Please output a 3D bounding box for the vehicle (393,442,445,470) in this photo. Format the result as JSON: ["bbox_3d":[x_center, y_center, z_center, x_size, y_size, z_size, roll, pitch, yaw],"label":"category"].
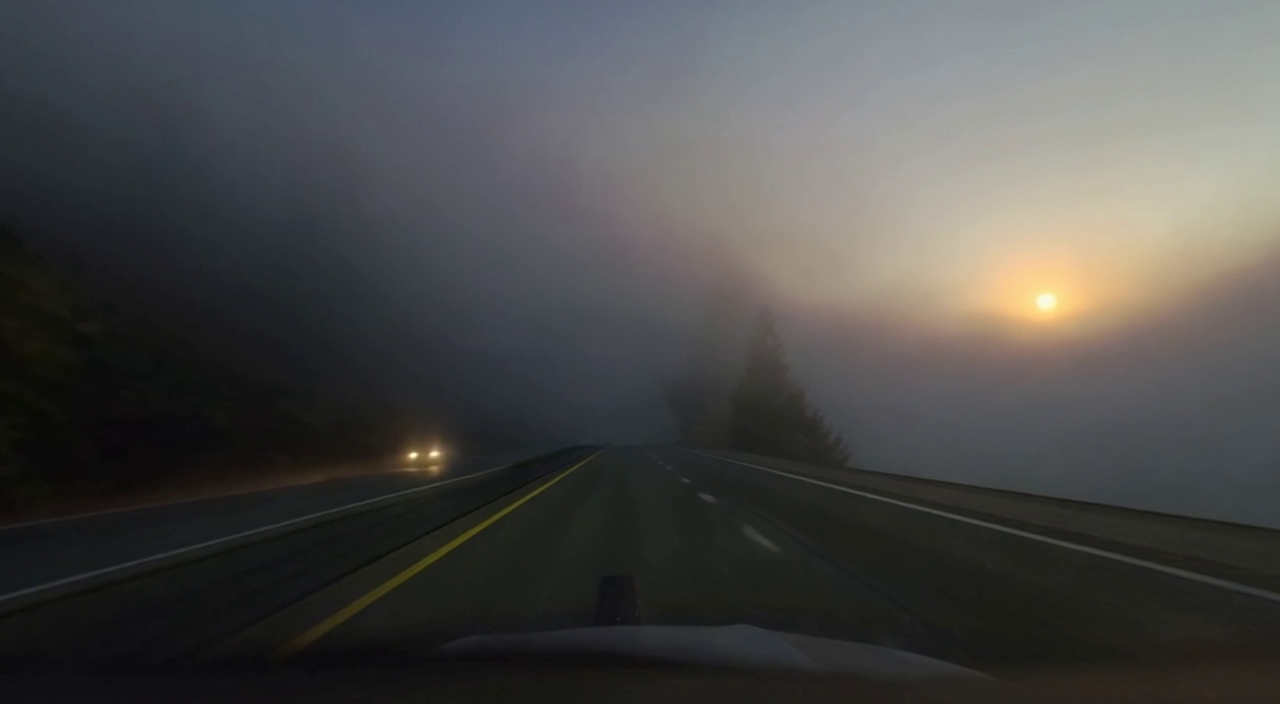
[{"bbox_3d":[-13.140,6.207,37.727,1.818,1.495,3.894,-2,-8,-1],"label":"vehicle"}]
